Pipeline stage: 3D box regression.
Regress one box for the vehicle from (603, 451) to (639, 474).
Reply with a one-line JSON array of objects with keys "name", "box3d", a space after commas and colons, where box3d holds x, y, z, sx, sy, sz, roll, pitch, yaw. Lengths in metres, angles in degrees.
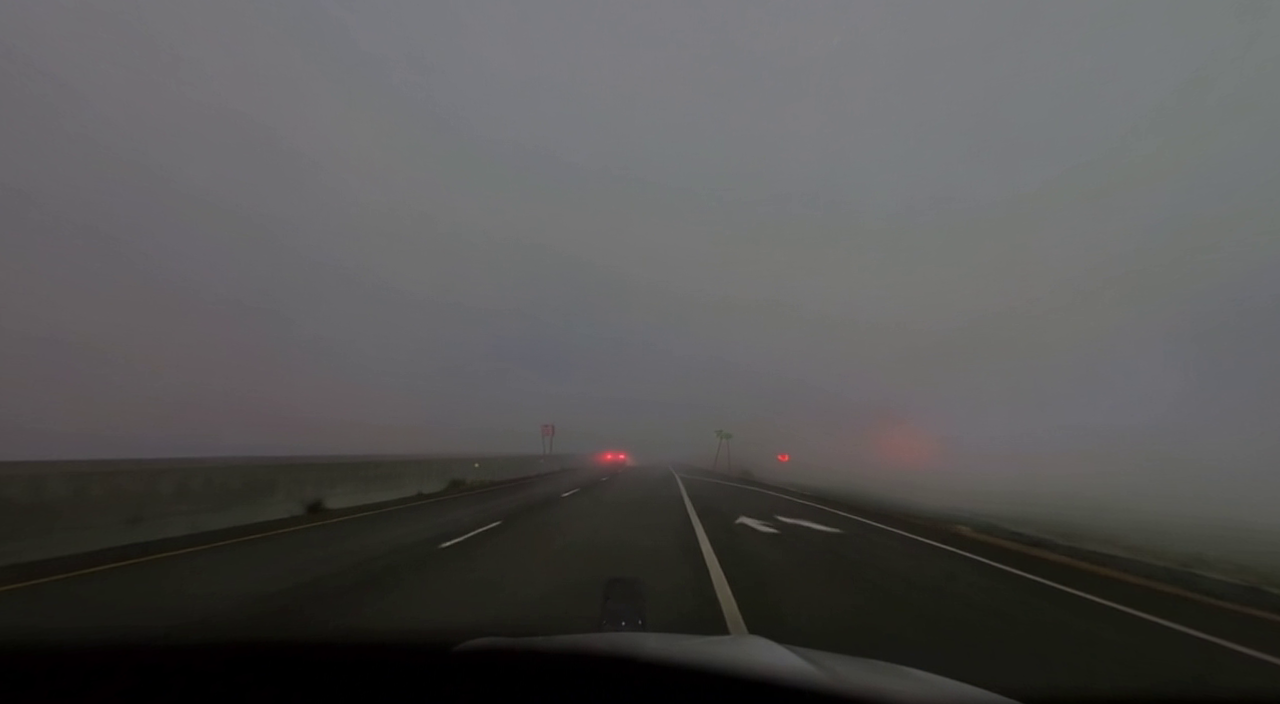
[{"name": "vehicle", "box3d": [-1.332, 8.040, 46.093, 2.172, 1.587, 4.518, -1, -9, 3]}]
